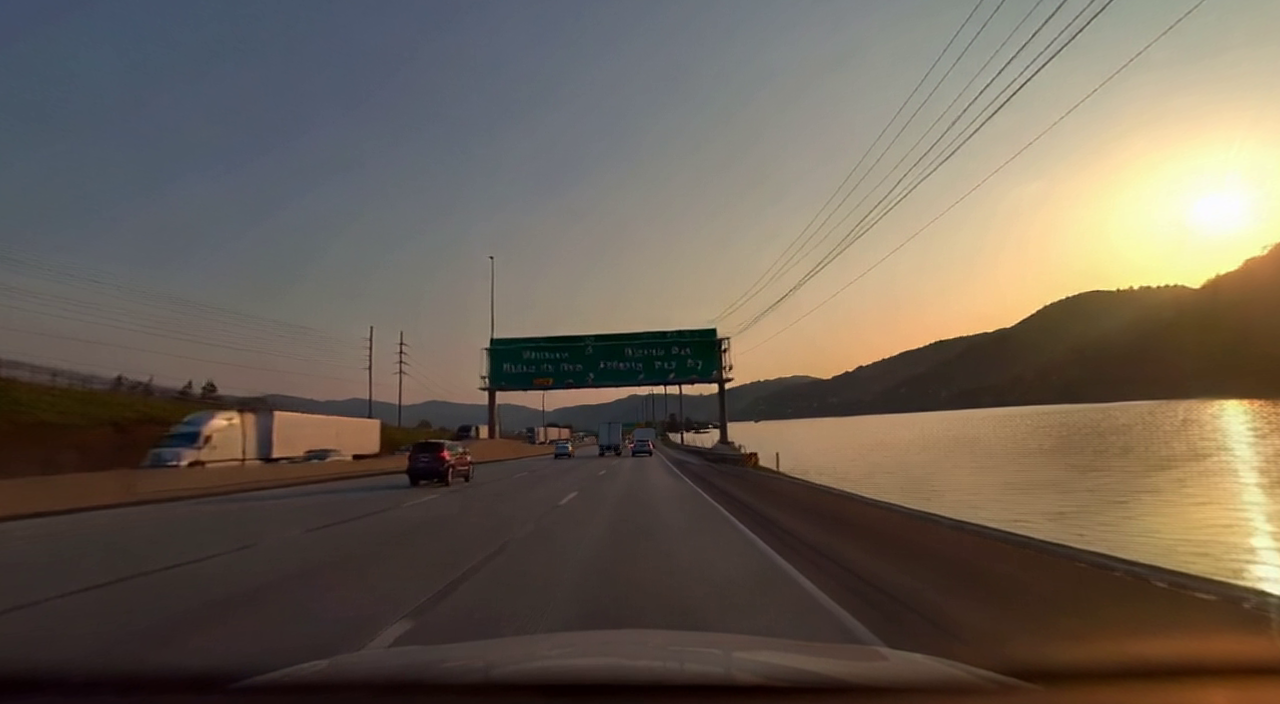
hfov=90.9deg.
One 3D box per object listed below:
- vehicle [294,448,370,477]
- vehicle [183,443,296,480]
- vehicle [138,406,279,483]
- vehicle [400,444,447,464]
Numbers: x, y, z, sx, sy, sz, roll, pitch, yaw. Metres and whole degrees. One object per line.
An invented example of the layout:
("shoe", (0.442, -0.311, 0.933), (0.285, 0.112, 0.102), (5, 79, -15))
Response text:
("vehicle", (-17.073, 6.114, 35.225), (1.913, 1.453, 4.489), (0, -8, 1))
("vehicle", (-20.835, 5.697, 33.191), (2.160, 1.758, 5.659), (0, -8, 1))
("vehicle", (-24.713, 5.377, 36.705), (3.028, 4.023, 7.008), (0, -8, 1))
("vehicle", (-16.818, 7.934, 49.275), (1.936, 1.528, 4.637), (0, -8, 1))
